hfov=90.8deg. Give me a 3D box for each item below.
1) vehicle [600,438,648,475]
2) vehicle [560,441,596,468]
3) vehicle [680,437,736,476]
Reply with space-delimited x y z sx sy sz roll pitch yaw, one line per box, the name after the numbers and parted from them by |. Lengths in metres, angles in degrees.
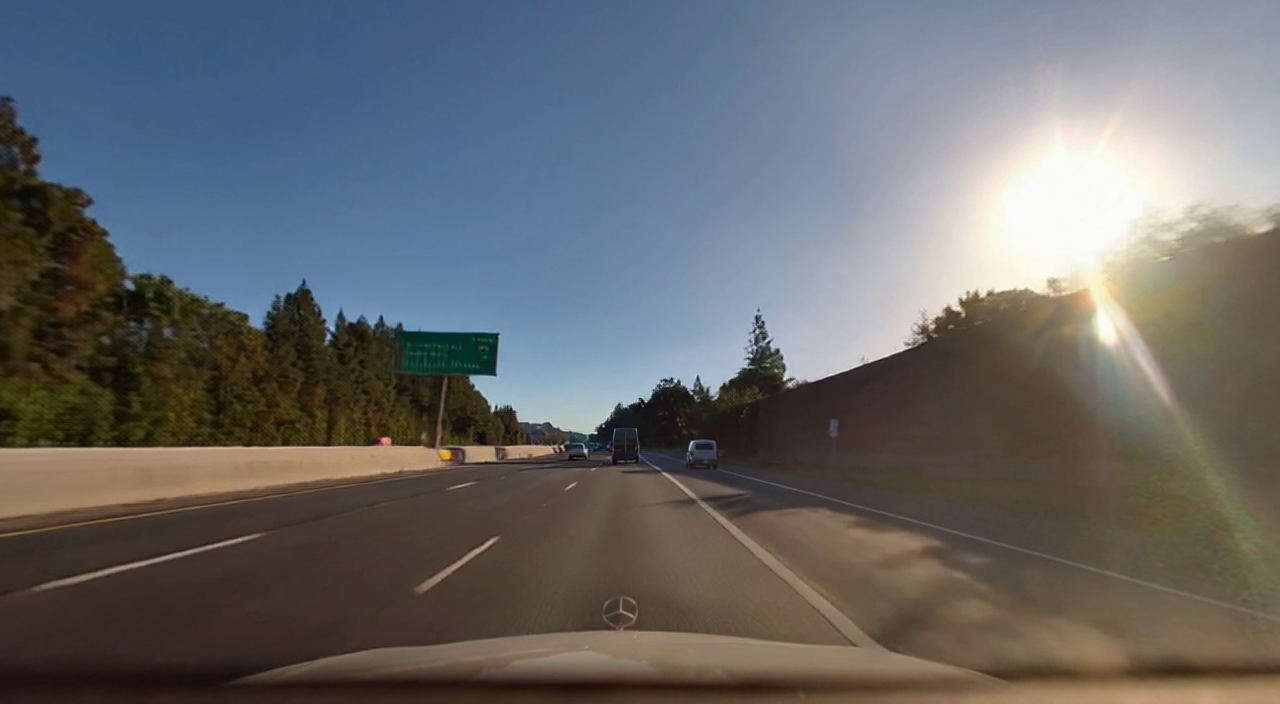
-0.798 5.377 32.759 2.297 1.783 4.355 0 -8 -1 | vehicle
-4.163 6.957 43.164 2.023 1.709 4.263 0 -8 0 | vehicle
3.230 5.113 31.073 2.160 1.759 4.214 0 -8 -2 | vehicle
